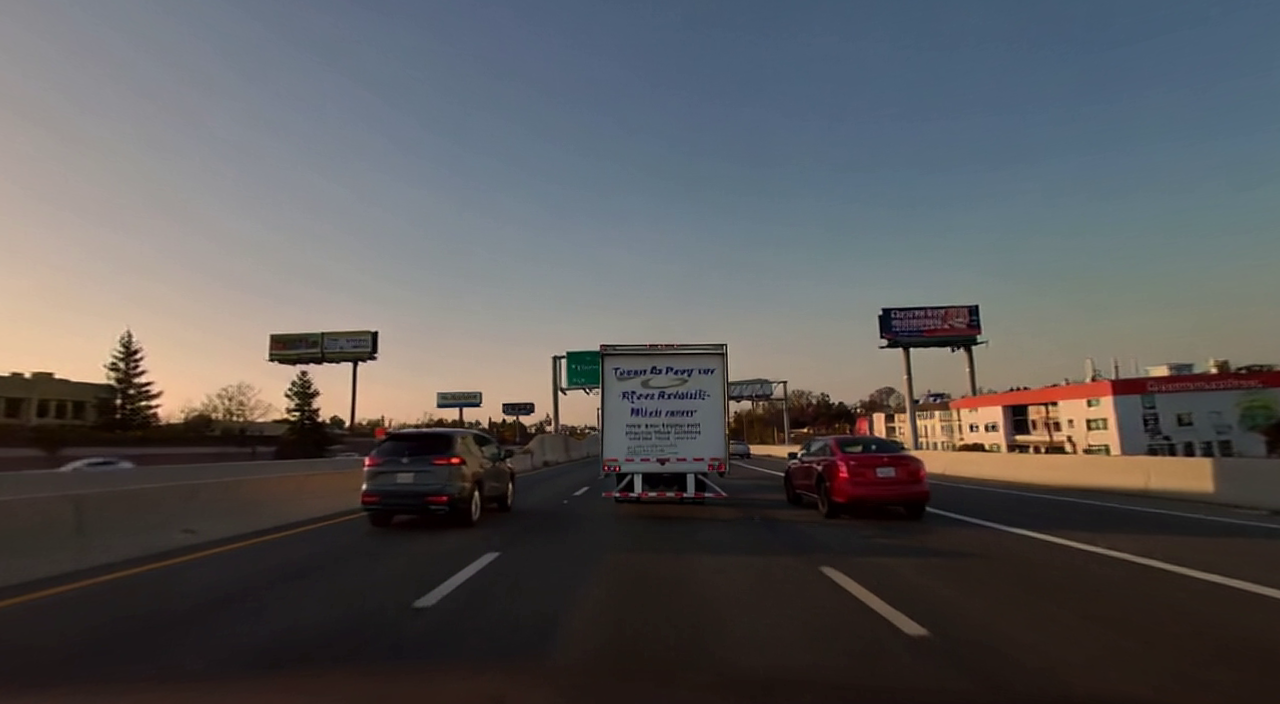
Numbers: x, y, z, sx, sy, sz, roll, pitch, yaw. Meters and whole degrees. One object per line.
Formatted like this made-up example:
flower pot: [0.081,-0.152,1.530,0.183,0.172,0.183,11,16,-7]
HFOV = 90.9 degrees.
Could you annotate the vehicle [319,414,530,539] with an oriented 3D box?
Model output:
vehicle: [-3.451,2.092,11.230,2.030,1.757,4.509,-1,-8,2]

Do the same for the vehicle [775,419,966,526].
vehicle: [4.146,2.246,12.291,2.066,1.692,4.339,0,-8,0]

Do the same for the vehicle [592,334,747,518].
vehicle: [0.652,1.924,15.628,2.733,3.296,8.571,-1,-8,2]

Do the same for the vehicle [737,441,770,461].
vehicle: [8.709,7.625,48.642,1.931,1.495,3.889,-1,-8,2]

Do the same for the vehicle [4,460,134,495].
vehicle: [-29.231,6.407,32.504,1.861,1.551,4.728,-2,-8,9]
